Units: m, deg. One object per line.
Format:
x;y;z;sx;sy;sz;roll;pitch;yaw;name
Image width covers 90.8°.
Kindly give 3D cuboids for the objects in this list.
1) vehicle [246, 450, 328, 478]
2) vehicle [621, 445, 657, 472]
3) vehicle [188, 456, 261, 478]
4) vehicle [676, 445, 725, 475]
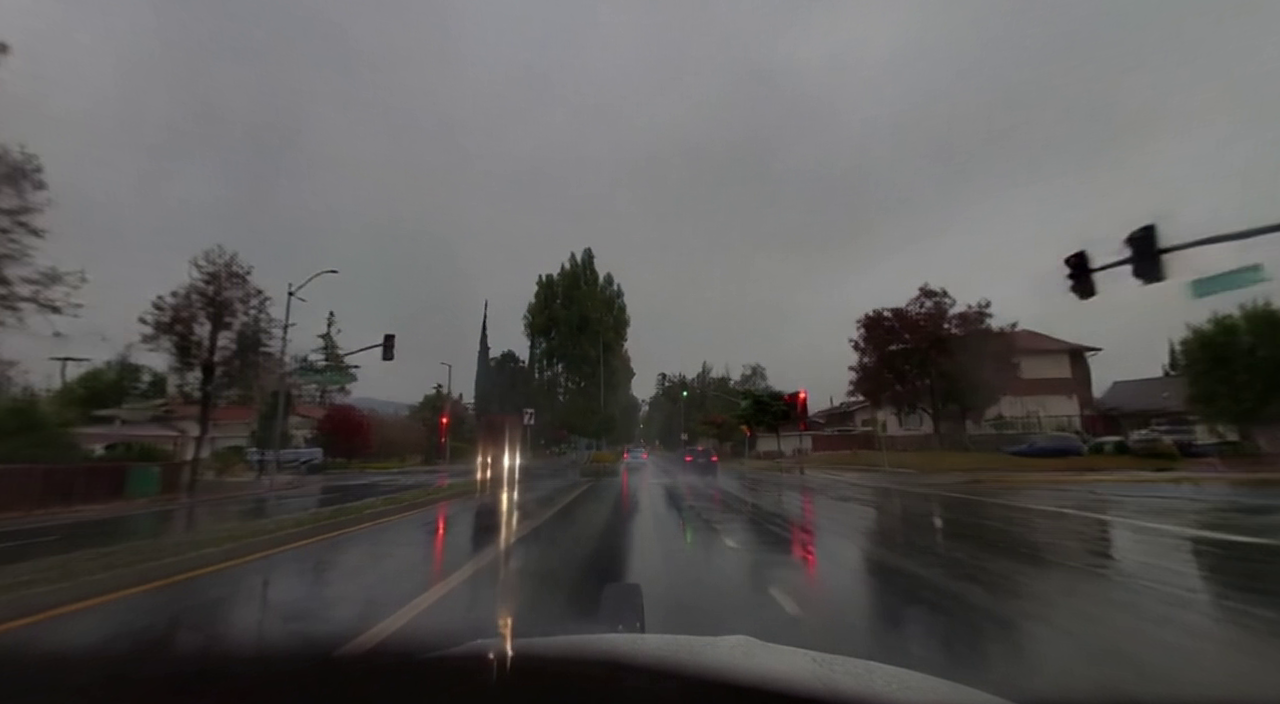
-25.113;8.004;45.073;4.634;1.840;2.025;-1;-10;2;vehicle
-0.073;6.262;37.437;2.018;1.511;3.993;0;-8;0;vehicle
-31.716;8.801;48.249;4.427;1.572;1.759;-1;-8;5;vehicle
3.124;5.661;33.455;2.057;1.496;4.401;0;-8;-1;vehicle
